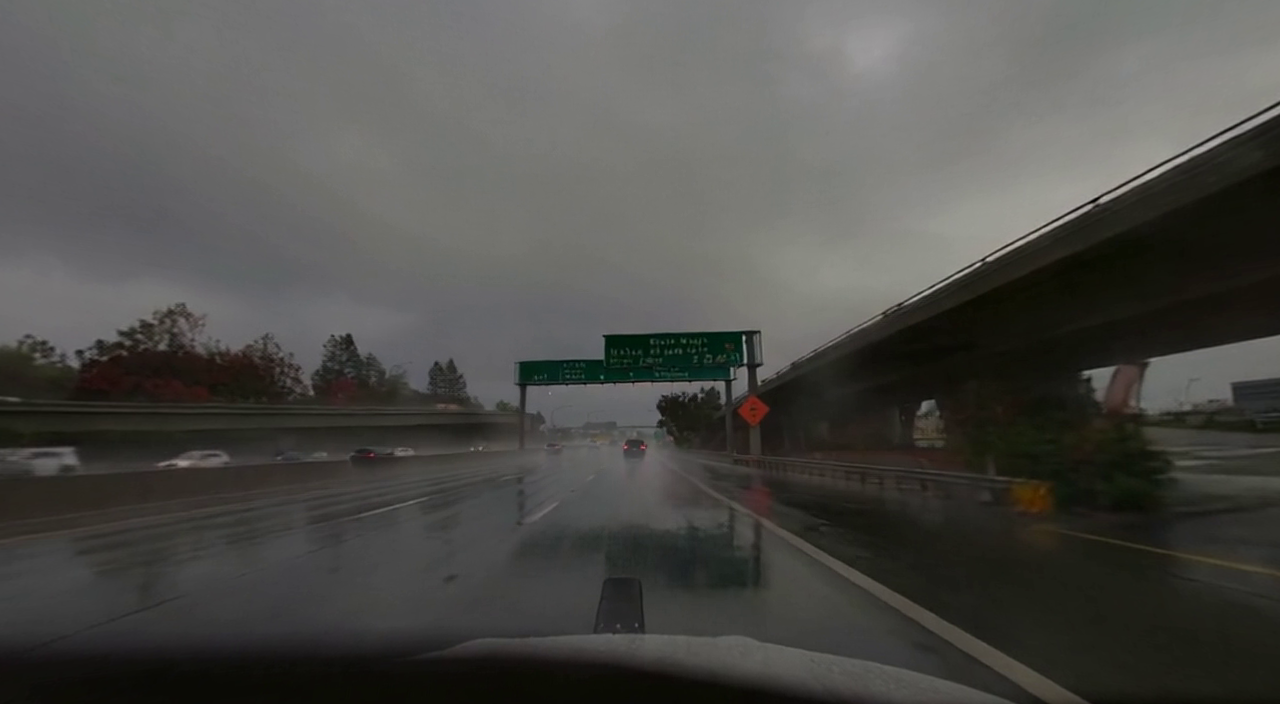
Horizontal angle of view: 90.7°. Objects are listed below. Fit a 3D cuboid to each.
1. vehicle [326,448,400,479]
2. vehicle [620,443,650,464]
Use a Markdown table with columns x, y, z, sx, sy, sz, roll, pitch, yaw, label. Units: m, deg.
| x | y | z | sx | sy | sz | roll | pitch | yaw | label |
| --- | --- | --- | --- | --- | --- | --- | --- | --- | --- |
| -14.800 | 5.943 | 34.094 | 1.969 | 1.486 | 4.395 | 0 | -8 | 0 | vehicle |
| -0.406 | 7.344 | 45.904 | 2.086 | 1.472 | 4.168 | 0 | -8 | -1 | vehicle |
